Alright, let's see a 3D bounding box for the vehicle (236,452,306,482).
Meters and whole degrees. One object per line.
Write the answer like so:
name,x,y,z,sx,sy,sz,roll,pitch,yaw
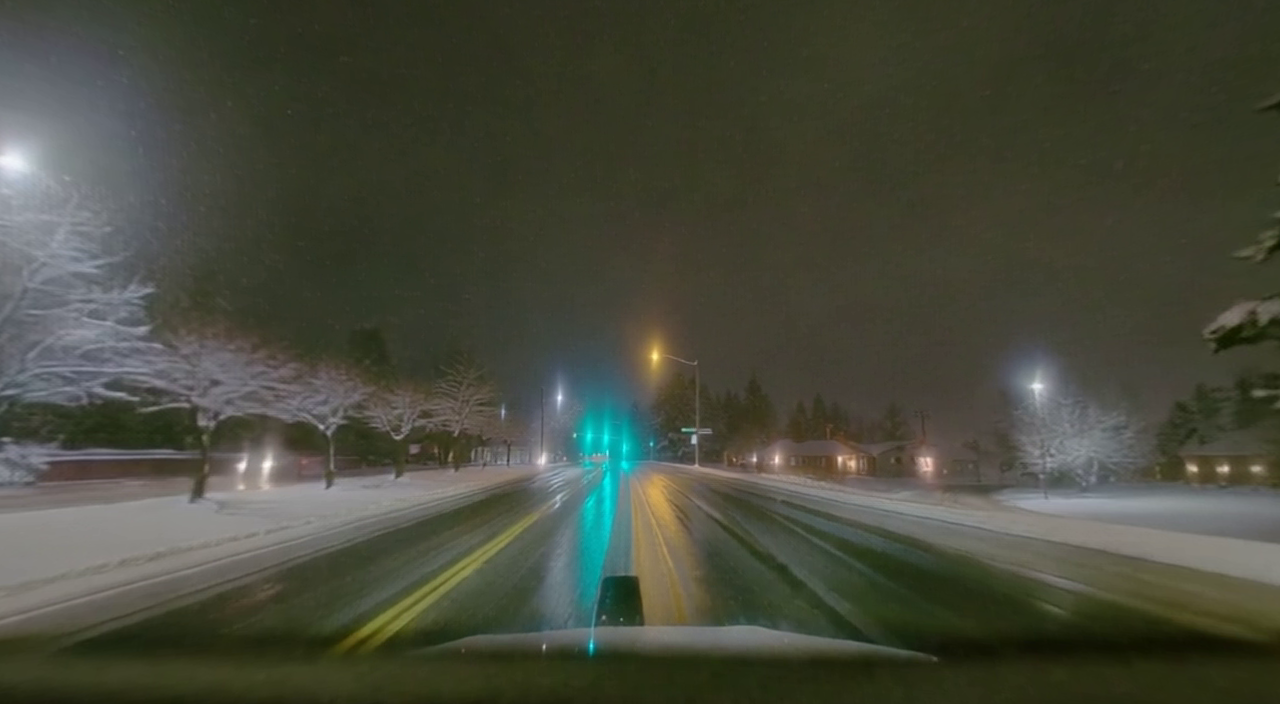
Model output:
vehicle,-22.674,7.079,39.058,1.891,1.718,4.251,0,-9,-3
